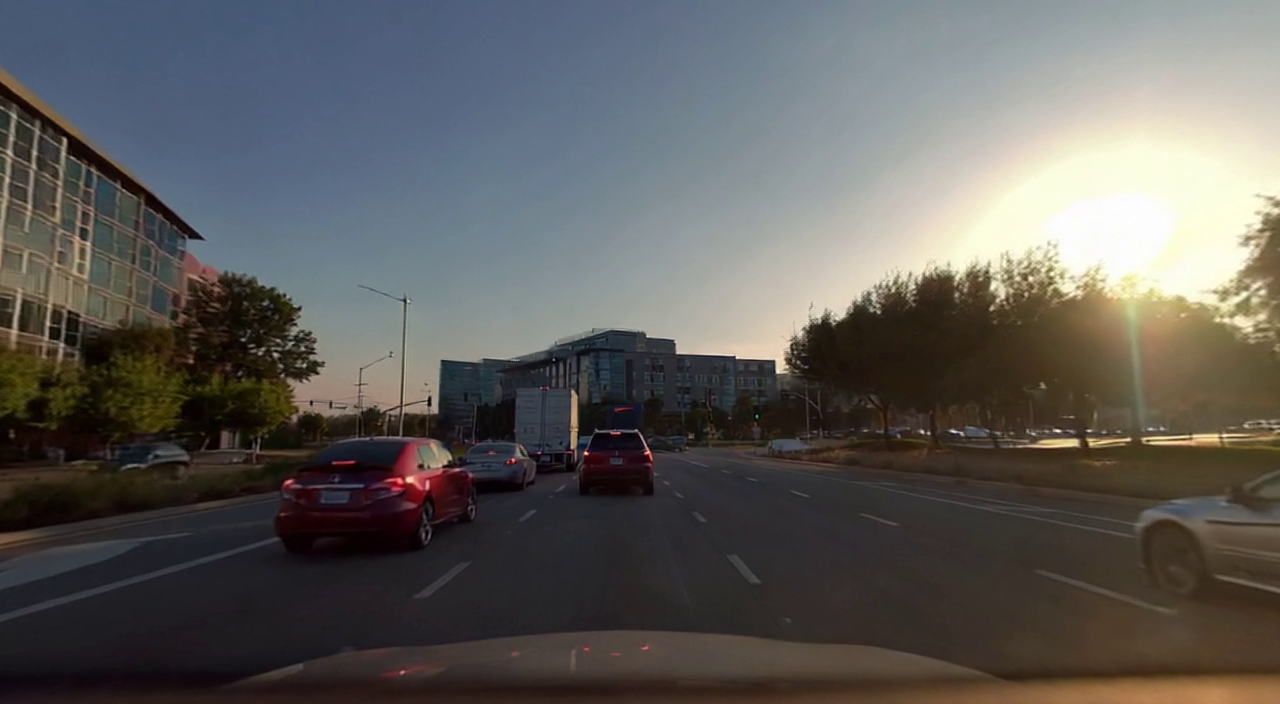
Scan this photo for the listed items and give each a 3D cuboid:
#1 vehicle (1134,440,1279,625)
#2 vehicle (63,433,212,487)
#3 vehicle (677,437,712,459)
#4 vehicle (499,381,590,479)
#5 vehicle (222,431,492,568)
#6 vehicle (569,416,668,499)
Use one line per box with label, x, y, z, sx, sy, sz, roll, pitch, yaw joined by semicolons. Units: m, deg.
vehicle;6.037;1.249;3.835;2.077;1.424;4.869;0;-8;-1
vehicle;-19.014;4.069;24.244;2.089;1.861;4.615;0;-8;-4
vehicle;3.955;7.052;46.556;1.967;1.480;4.286;1;-8;-4
vehicle;-4.192;3.945;30.993;2.918;3.741;13.683;0;-8;-2
vehicle;-3.569;1.905;9.029;1.904;1.460;4.300;0;-8;-1
vehicle;-0.567;2.734;16.764;2.260;1.872;4.578;0;-8;-2
